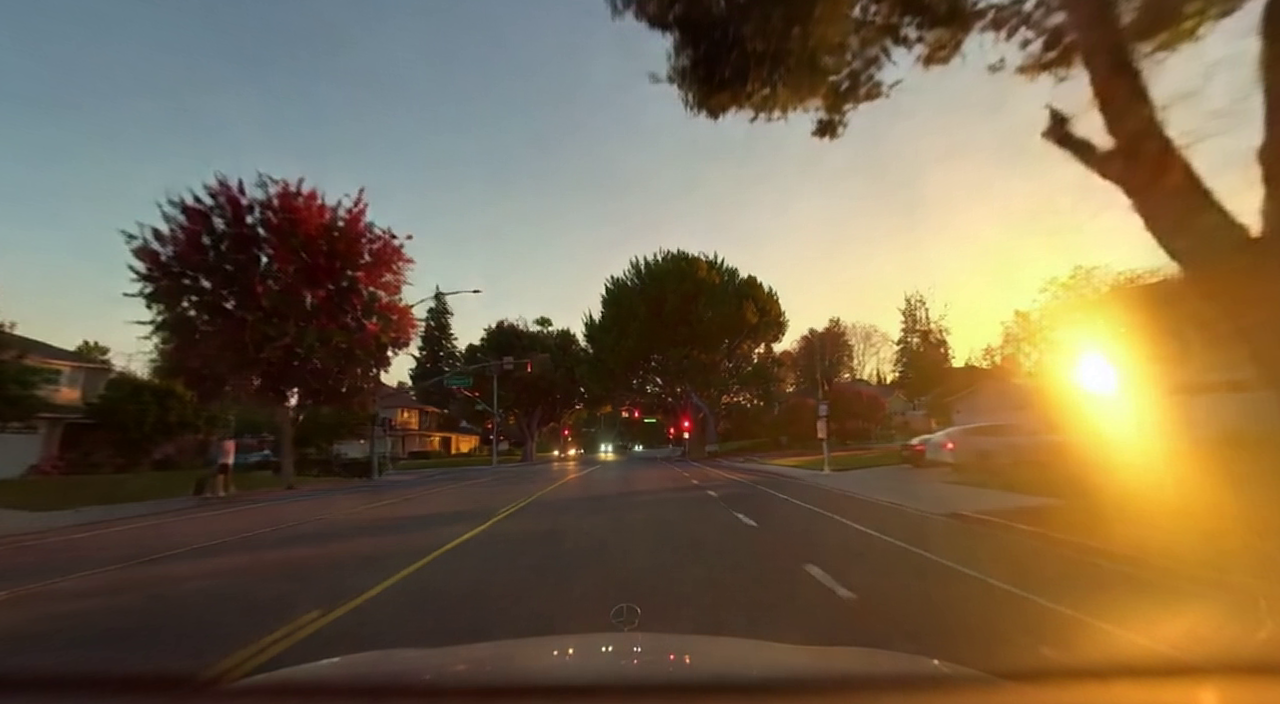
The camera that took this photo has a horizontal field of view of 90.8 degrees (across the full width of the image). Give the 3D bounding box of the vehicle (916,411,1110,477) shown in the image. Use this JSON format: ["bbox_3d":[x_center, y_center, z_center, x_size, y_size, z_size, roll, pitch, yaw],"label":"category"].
[{"bbox_3d":[10.772,2.691,18.496,4.423,1.779,1.883,0,-8,0],"label":"vehicle"}]
